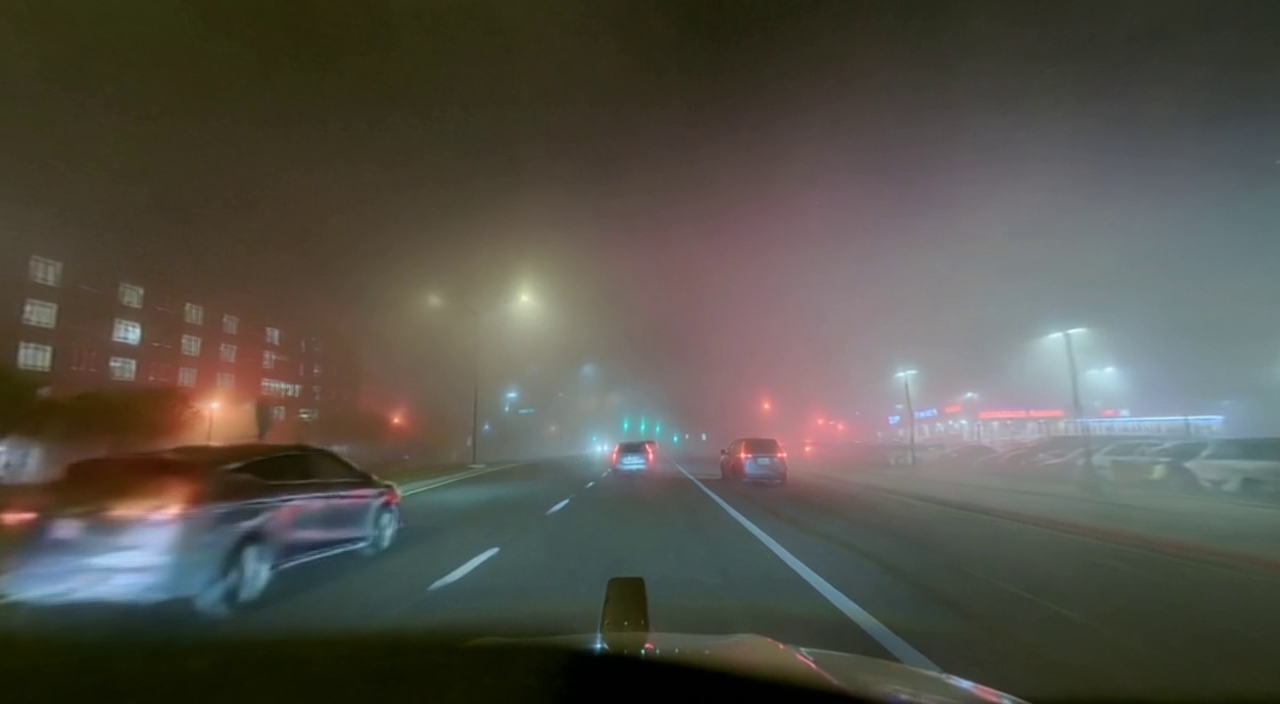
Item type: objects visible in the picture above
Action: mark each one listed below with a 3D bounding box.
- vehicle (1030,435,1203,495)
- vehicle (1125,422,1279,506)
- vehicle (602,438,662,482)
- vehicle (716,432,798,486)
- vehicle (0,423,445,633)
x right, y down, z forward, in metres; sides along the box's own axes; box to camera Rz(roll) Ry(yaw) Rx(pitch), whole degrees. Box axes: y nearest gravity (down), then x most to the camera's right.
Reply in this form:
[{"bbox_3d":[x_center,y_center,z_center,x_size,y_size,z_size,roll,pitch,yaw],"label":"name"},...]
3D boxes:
[{"bbox_3d":[13.328,3.080,17.624,4.282,1.469,2.035,4,-9,-26],"label":"vehicle"},{"bbox_3d":[13.993,2.598,15.071,4.445,1.727,2.013,4,-9,-29],"label":"vehicle"},{"bbox_3d":[-0.259,3.955,23.379,2.059,1.477,3.988,0,-8,0],"label":"vehicle"},{"bbox_3d":[3.952,3.684,22.014,2.007,1.683,4.171,0,-8,0],"label":"vehicle"},{"bbox_3d":[-3.877,1.589,6.864,2.029,1.482,4.591,0,-8,0],"label":"vehicle"}]
